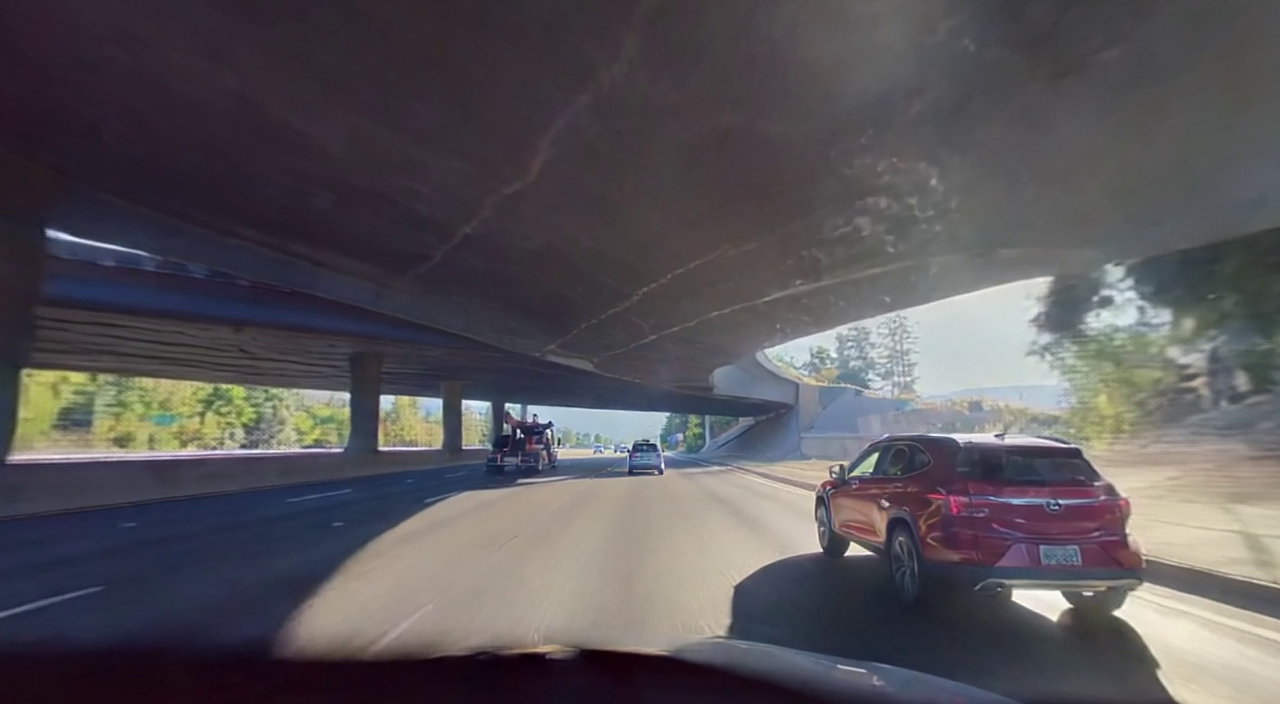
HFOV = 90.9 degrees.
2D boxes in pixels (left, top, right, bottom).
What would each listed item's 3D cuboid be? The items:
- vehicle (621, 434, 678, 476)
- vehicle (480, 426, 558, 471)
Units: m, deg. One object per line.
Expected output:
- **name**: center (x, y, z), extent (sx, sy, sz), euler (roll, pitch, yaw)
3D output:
- **vehicle**: center (0.395, 4.560, 28.071), extent (2.336, 1.722, 4.212), euler (0, -8, 0)
- **vehicle**: center (-6.534, 5.371, 35.261), extent (2.827, 2.236, 7.057), euler (0, -8, 1)
